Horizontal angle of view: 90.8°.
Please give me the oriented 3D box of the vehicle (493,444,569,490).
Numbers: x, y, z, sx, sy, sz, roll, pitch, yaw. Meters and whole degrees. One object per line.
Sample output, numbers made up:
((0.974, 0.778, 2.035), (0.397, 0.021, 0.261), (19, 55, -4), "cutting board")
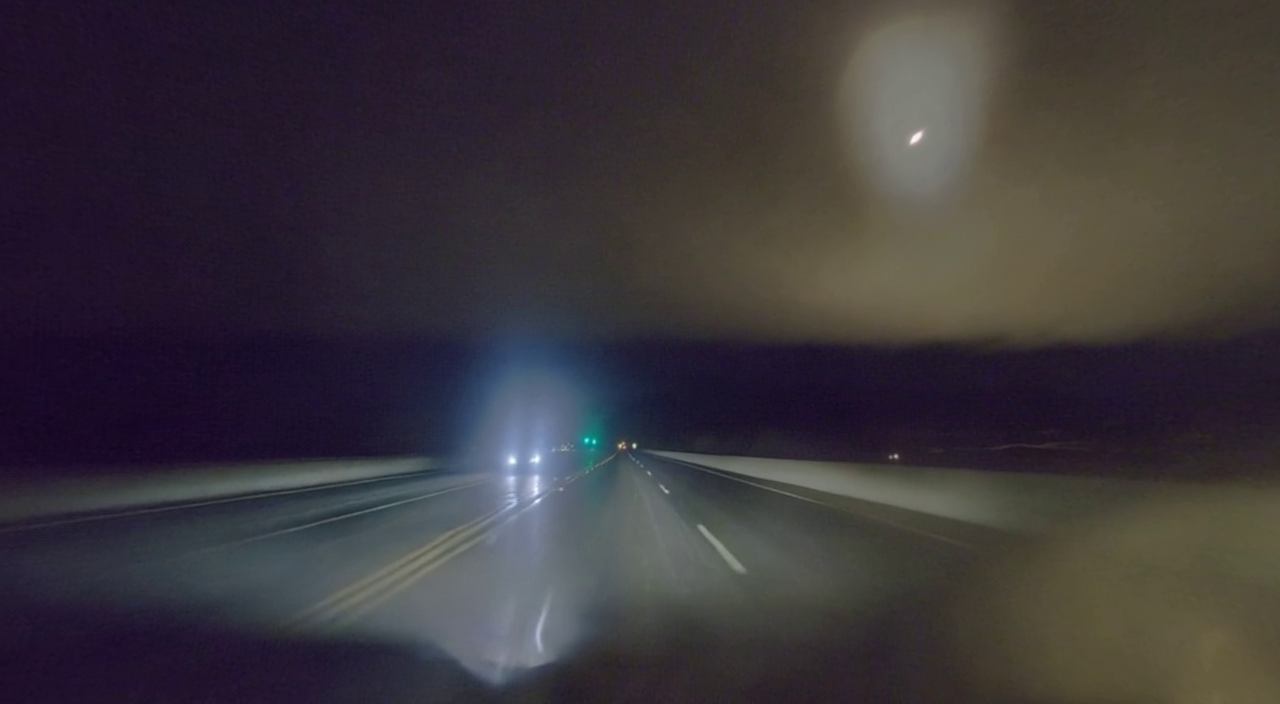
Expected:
((-3.887, 4.156, 23.124), (1.722, 1.523, 3.736), (-1, -9, 7), "vehicle")
